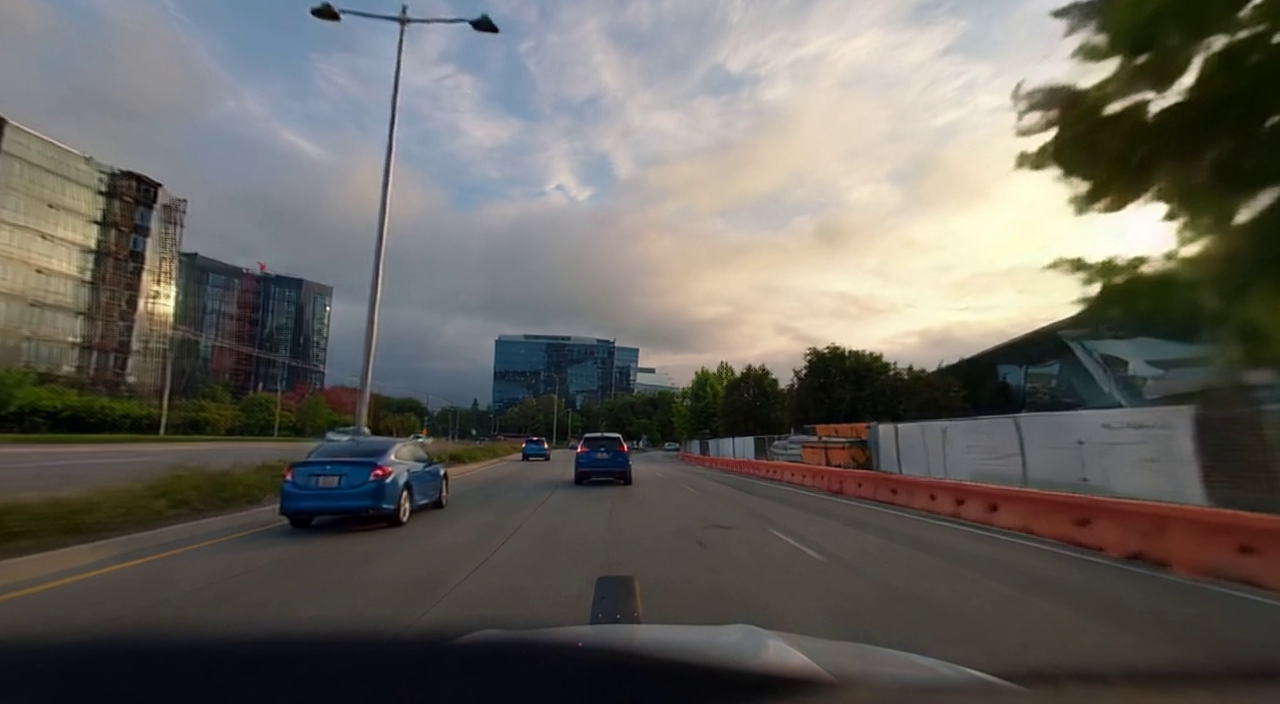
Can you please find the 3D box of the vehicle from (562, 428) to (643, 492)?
[{"bbox_3d":[-0.911,2.817,16.767,1.913,1.499,3.581,0,-8,-1],"label":"vehicle"}]

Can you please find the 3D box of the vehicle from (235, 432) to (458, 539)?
[{"bbox_3d":[-4.499,2.051,10.442,1.848,1.406,4.013,0,-8,-2],"label":"vehicle"}]

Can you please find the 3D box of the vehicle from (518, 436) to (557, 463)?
[{"bbox_3d":[-6.045,5.771,37.576,1.888,1.486,4.310,1,-8,-4],"label":"vehicle"}]
